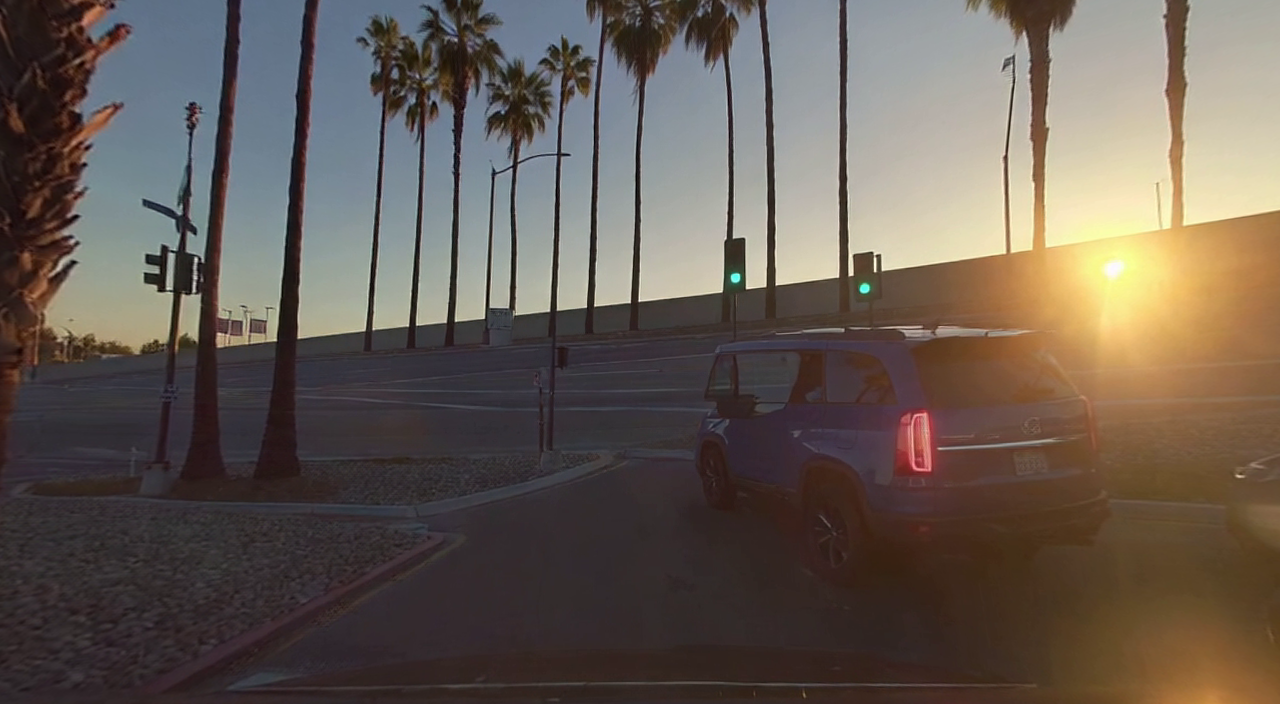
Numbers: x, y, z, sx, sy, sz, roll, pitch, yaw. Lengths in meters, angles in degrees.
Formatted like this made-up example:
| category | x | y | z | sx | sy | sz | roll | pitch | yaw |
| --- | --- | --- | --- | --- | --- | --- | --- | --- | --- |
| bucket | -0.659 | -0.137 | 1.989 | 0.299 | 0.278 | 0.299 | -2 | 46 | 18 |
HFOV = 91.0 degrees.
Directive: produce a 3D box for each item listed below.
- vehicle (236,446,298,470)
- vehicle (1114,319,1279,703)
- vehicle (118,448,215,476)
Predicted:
| category | x | y | z | sx | sy | sz | roll | pitch | yaw |
| --- | --- | --- | --- | --- | --- | --- | --- | --- | --- |
| vehicle | -26.275 | 7.450 | 44.499 | 1.941 | 1.631 | 4.017 | 0 | -9 | 0 |
| vehicle | 3.452 | 0.523 | 0.766 | 2.028 | 1.770 | 4.737 | 0 | -9 | 0 |
| vehicle | -26.577 | 6.177 | 35.530 | 1.830 | 1.443 | 4.551 | 0 | -9 | 2 |
